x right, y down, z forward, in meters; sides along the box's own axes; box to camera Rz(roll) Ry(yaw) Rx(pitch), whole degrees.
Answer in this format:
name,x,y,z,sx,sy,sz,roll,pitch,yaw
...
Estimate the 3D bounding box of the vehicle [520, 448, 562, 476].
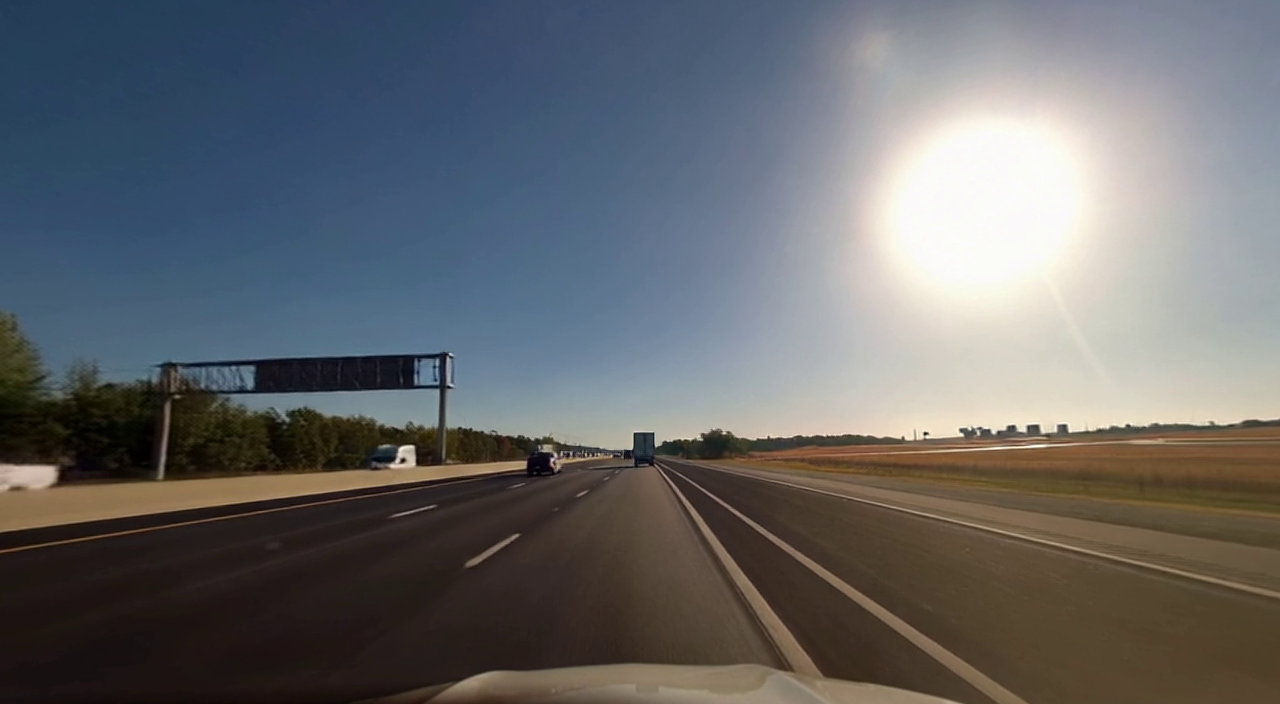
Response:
name,x,y,z,sx,sy,sz,roll,pitch,yaw
vehicle,-6.719,7.542,43.431,2.052,1.817,4.744,0,-9,1
